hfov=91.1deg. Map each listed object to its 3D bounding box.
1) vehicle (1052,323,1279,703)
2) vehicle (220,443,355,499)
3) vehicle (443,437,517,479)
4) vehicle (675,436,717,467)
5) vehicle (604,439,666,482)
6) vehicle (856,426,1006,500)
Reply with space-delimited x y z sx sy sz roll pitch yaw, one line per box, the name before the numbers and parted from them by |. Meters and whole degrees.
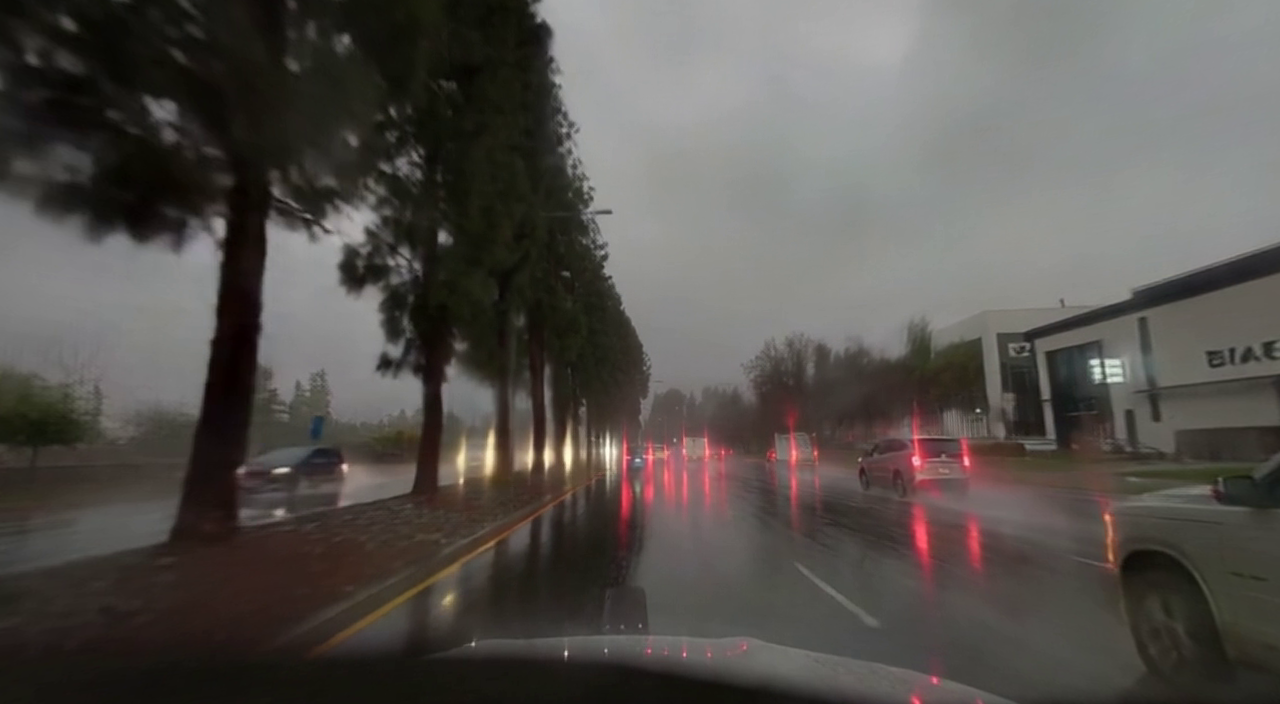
vehicle | 3.493 0.623 1.398 2.090 1.763 4.560 0 -9 1
vehicle | -12.102 4.070 21.966 2.021 1.712 4.469 0 -9 1
vehicle | -7.961 5.317 31.872 2.262 1.920 5.604 0 -9 0
vehicle | 4.130 7.485 47.387 2.716 2.131 5.766 0 -9 1
vehicle | -0.144 4.375 25.564 2.315 1.563 4.080 0 -9 1
vehicle | 7.866 3.044 17.573 2.090 1.768 4.407 0 -9 0
